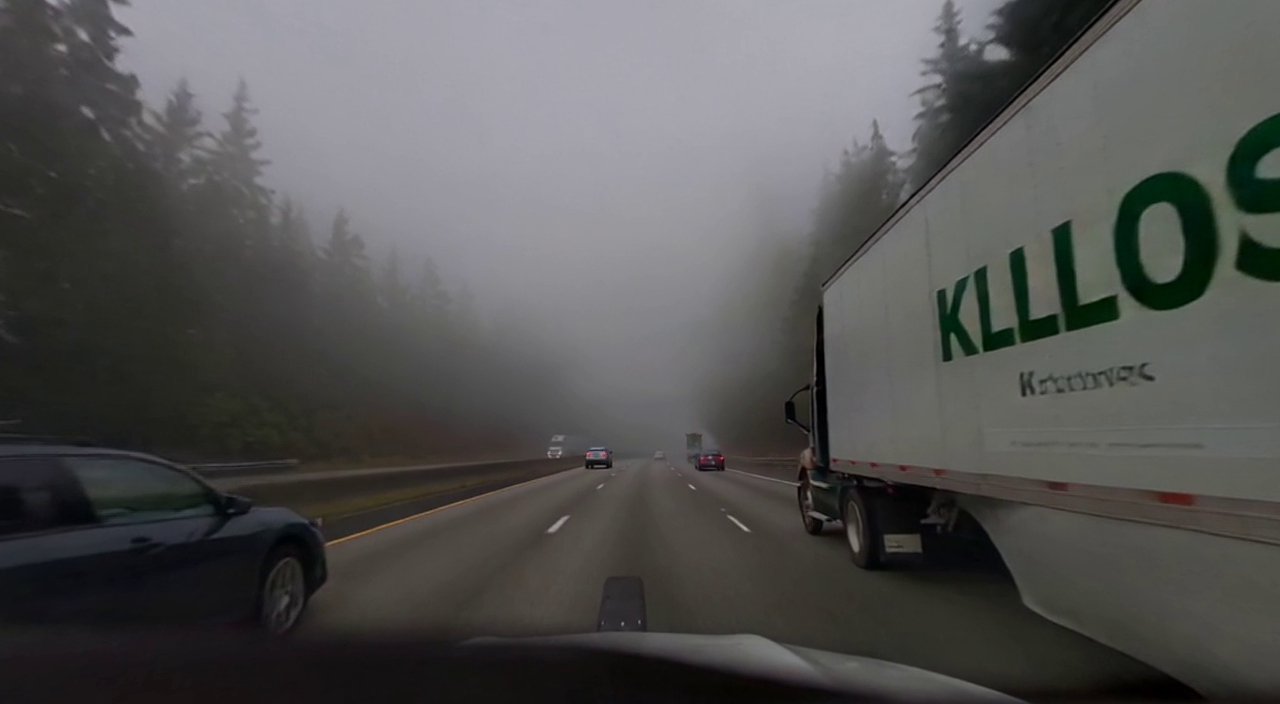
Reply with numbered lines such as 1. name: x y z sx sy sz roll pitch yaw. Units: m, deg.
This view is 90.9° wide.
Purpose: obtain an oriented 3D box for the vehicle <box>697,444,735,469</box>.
1. vehicle: 5.124 7.127 43.094 2.176 1.598 3.878 0 -9 1

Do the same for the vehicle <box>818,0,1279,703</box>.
1. vehicle: 4.309 -0.069 4.500 2.914 3.998 11.103 0 -9 1

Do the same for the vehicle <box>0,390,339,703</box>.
1. vehicle: -3.356 0.923 2.328 2.085 1.530 4.809 0 -9 0

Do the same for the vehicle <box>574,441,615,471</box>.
1. vehicle: -2.665 6.213 37.694 2.017 1.683 4.309 -1 -9 2
